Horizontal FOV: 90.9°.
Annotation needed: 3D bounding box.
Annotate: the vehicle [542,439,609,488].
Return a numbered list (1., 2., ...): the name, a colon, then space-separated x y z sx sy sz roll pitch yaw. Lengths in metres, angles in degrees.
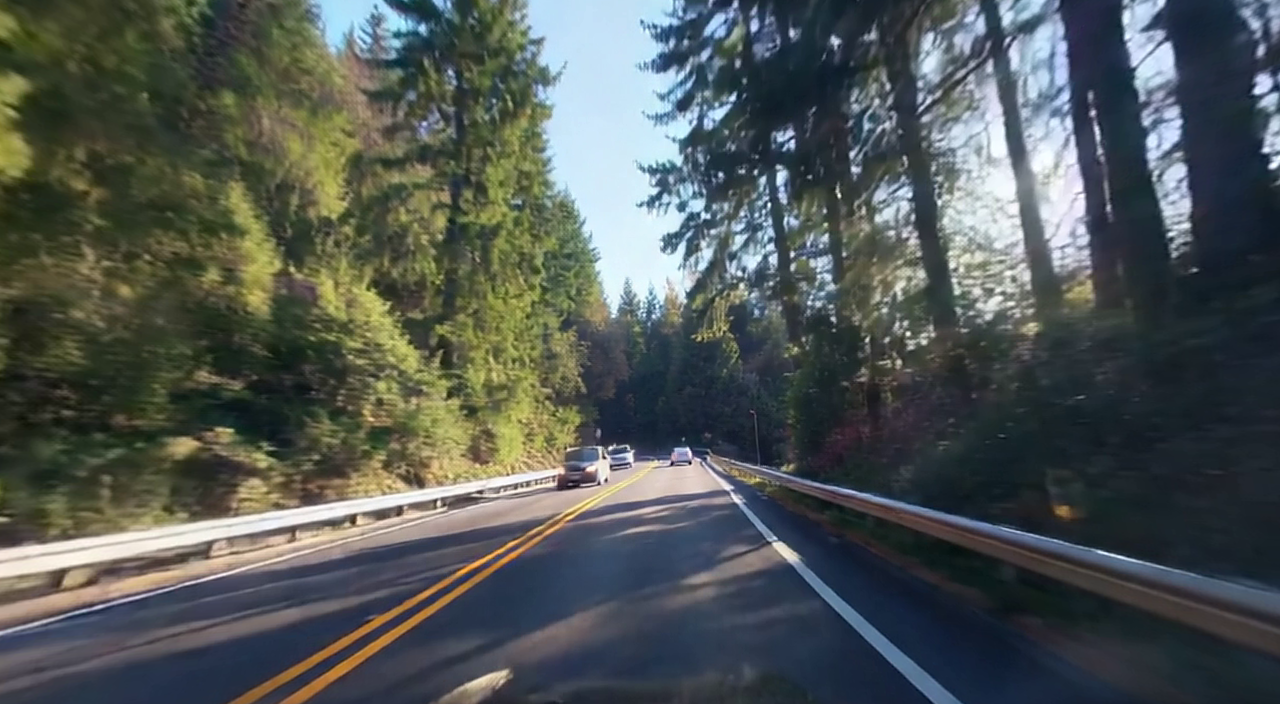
1. vehicle: -2.730 4.852 27.896 2.170 1.872 4.643 1 -8 4

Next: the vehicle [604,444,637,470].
1. vehicle: -1.422 7.885 47.741 2.066 1.827 5.178 1 -8 3

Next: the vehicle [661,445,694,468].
1. vehicle: 2.567 7.252 43.990 2.120 1.491 4.349 1 -8 2
